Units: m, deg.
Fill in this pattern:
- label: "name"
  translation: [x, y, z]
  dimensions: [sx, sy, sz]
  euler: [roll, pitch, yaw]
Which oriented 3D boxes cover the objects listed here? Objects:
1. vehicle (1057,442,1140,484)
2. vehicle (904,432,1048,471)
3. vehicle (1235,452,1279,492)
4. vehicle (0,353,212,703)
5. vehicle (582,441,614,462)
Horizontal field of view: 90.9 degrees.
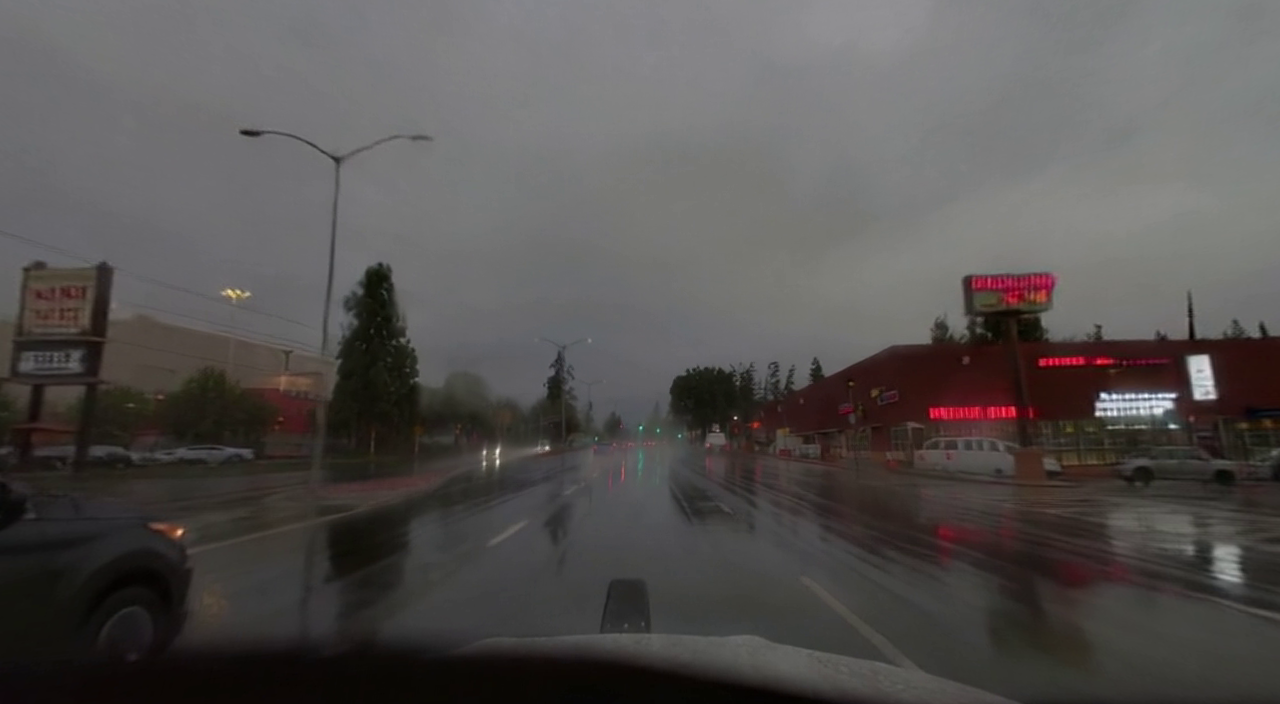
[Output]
- label: "vehicle"
  translation: [20.656, 4.919, 28.315]
  dimensions: [4.947, 1.673, 2.102]
  euler: [8, -12, -44]
- label: "vehicle"
  translation: [15.977, 4.746, 30.343]
  dimensions: [1.691, 1.670, 5.790]
  euler: [4, -9, -39]
- label: "vehicle"
  translation: [24.401, 4.583, 24.331]
  dimensions: [1.889, 1.399, 4.444]
  euler: [-8, -11, 43]
- label: "vehicle"
  translation: [-3.537, 0.705, 1.658]
  dimensions: [1.983, 1.635, 3.957]
  euler: [0, -8, 0]
- label: "vehicle"
  translation: [-3.053, 7.366, 46.837]
  dimensions: [2.005, 1.446, 4.265]
  euler: [0, -8, 1]
